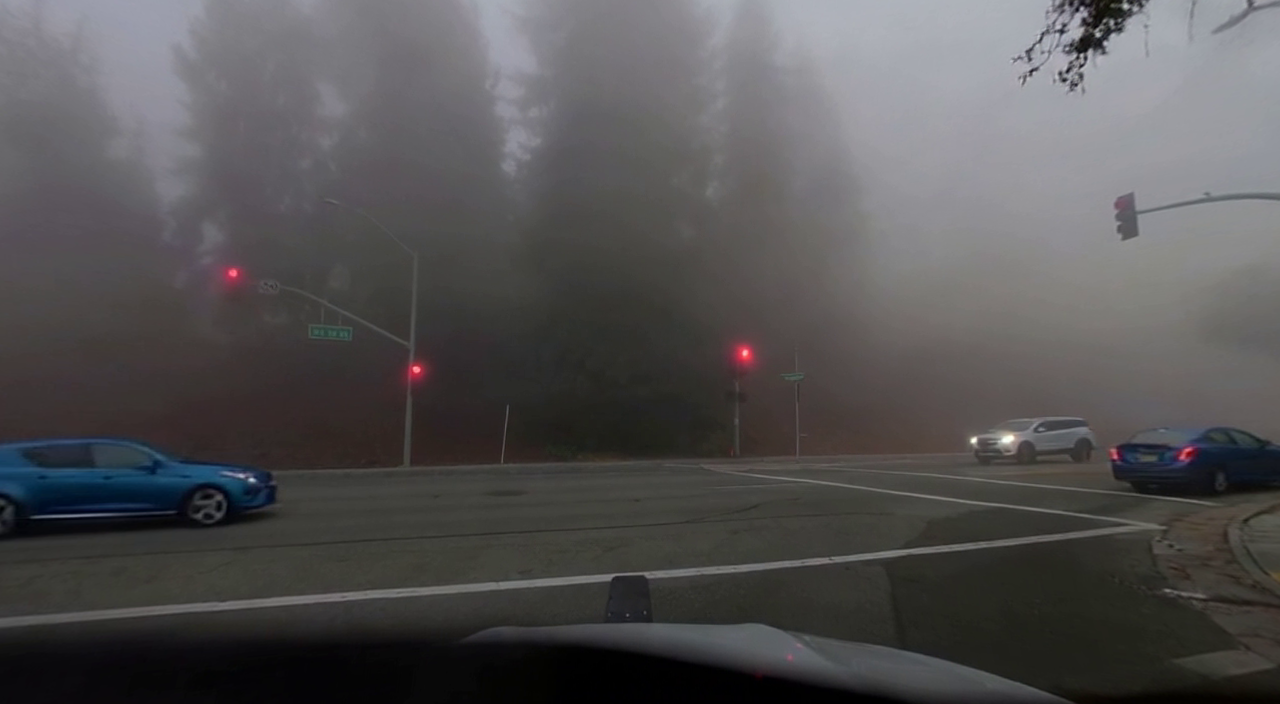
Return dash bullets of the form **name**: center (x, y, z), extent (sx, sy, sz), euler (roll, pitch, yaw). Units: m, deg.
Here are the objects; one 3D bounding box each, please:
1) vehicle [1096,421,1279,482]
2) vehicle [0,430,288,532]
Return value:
- **vehicle**: center (14.757, 2.563, 16.436), extent (4.757, 1.442, 1.858), euler (2, -9, -14)
- **vehicle**: center (-8.767, 2.079, 10.523), extent (4.610, 1.476, 2.021), euler (2, -9, -15)
